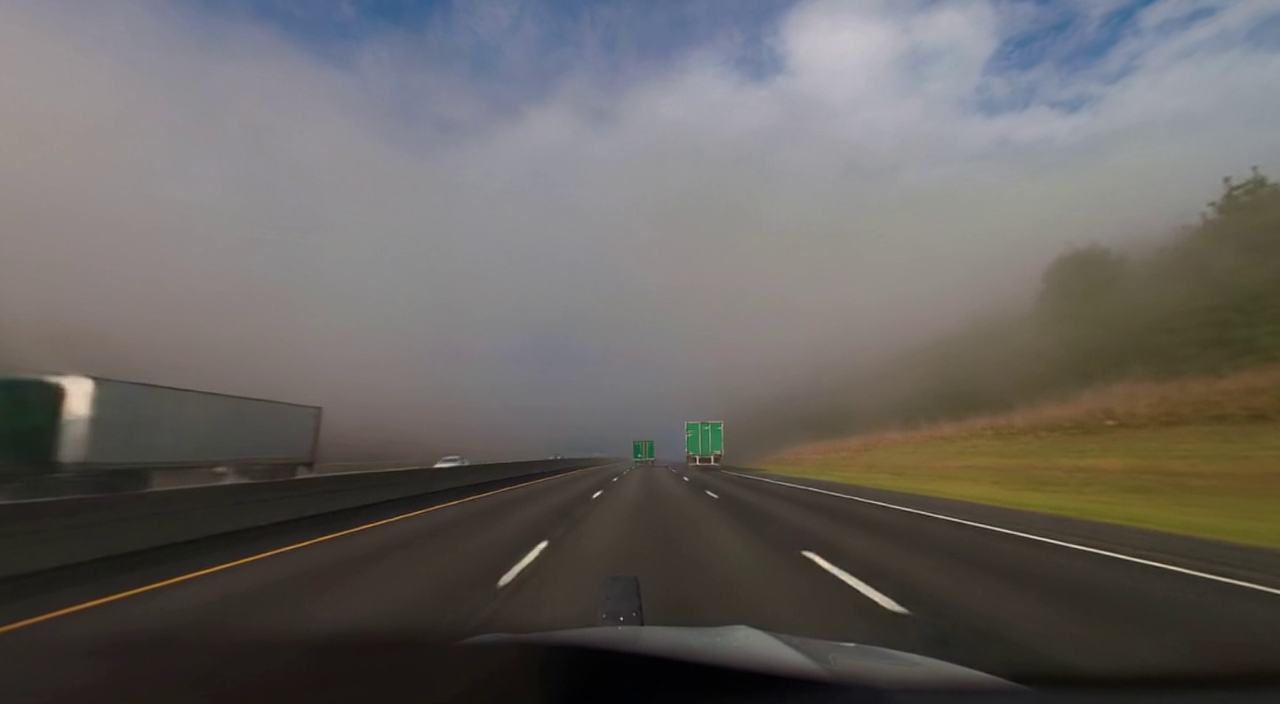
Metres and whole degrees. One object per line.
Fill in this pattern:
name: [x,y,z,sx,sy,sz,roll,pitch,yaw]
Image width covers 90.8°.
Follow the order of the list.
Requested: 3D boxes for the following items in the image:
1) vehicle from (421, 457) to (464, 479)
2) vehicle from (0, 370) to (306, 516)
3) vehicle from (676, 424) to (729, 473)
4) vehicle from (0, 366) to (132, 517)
vehicle: [-14.021,8.215,44.916,1.741,1.435,3.864,0,-9,1]
vehicle: [-18.684,3.638,24.942,3.069,4.094,14.152,0,-9,1]
vehicle: [4.621,7.455,48.667,2.960,3.381,8.914,0,-9,-1]
vehicle: [-18.739,2.603,18.186,3.003,4.022,5.860,0,-9,1]
